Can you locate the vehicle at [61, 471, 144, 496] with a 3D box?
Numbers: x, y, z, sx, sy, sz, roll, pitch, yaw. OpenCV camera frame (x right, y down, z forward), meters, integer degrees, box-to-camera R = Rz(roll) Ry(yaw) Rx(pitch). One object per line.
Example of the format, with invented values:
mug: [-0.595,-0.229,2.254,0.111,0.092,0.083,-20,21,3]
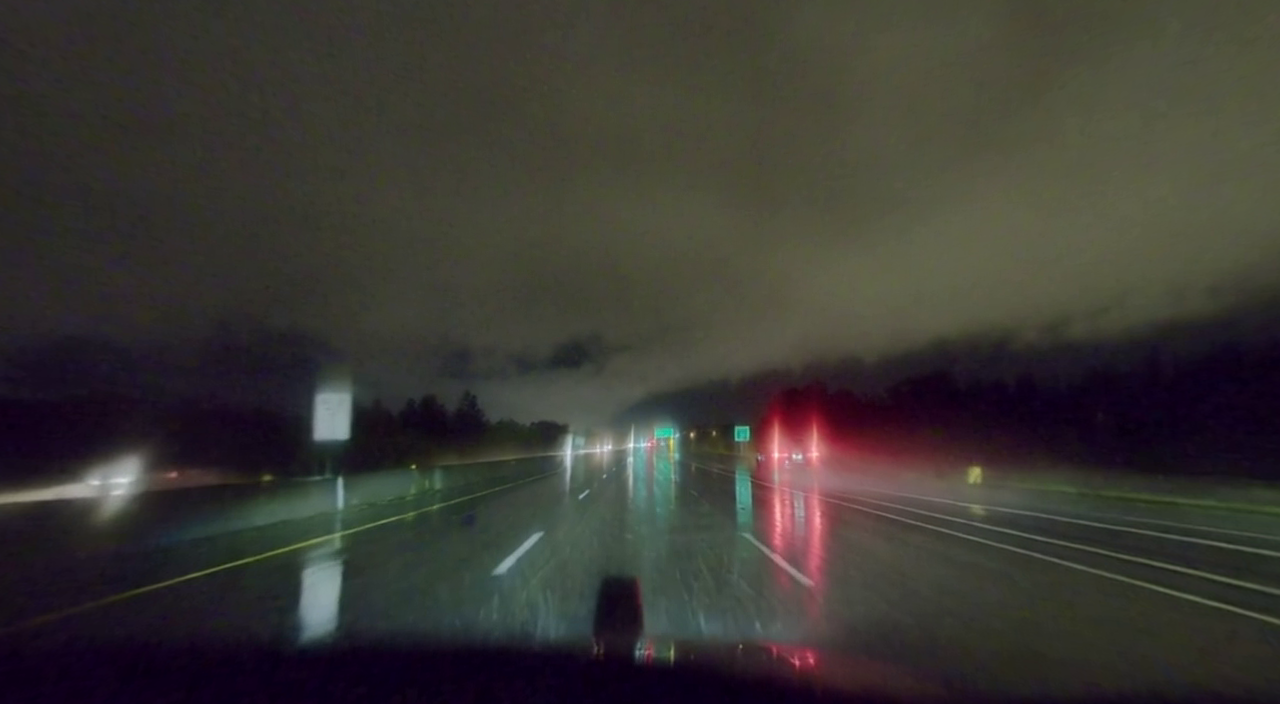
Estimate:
vehicle: [-38.901,9.505,45.864,1.790,1.478,4.720,-1,-9,2]
